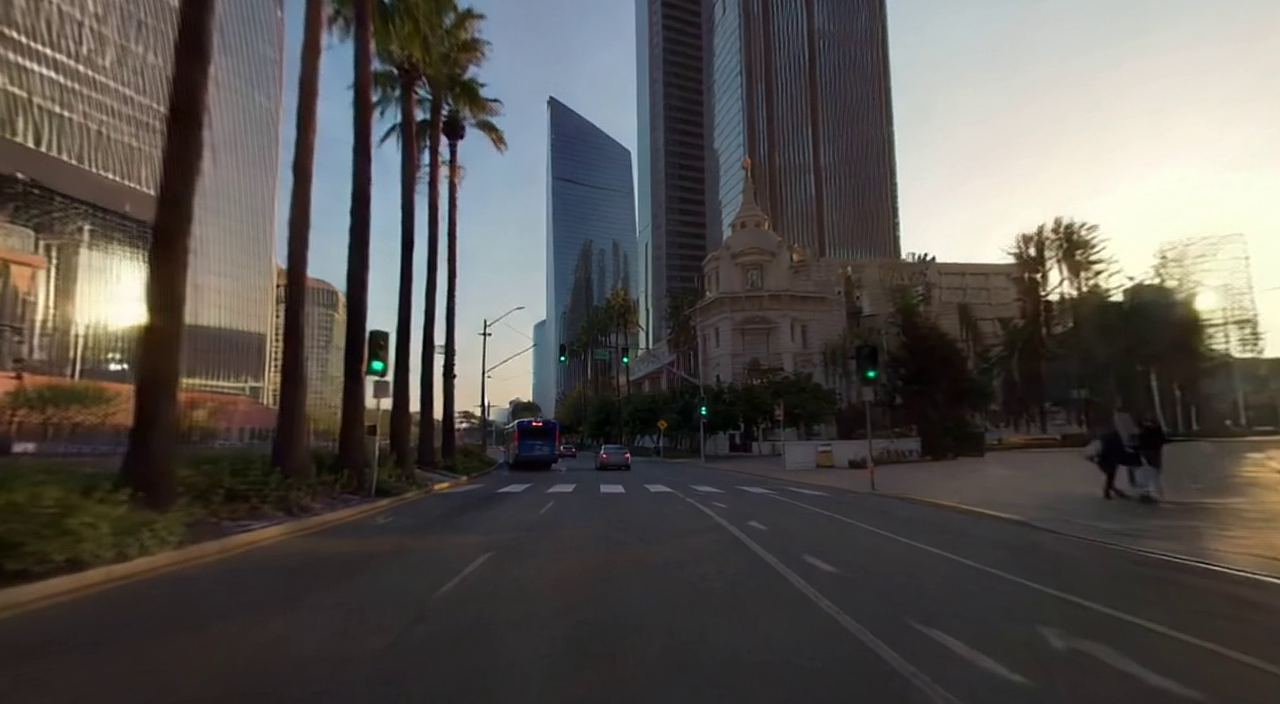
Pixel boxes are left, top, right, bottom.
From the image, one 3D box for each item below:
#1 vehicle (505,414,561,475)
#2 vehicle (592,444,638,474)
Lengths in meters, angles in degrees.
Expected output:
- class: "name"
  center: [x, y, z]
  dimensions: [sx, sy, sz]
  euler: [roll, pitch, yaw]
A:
- class: "vehicle"
  center: [-5.838, 5.229, 35.673]
  dimensions: [2.678, 3.042, 8.474]
  euler: [1, -9, -7]
- class: "vehicle"
  center: [-1.439, 5.737, 34.092]
  dimensions: [2.107, 1.481, 4.097]
  euler: [1, -8, -8]
